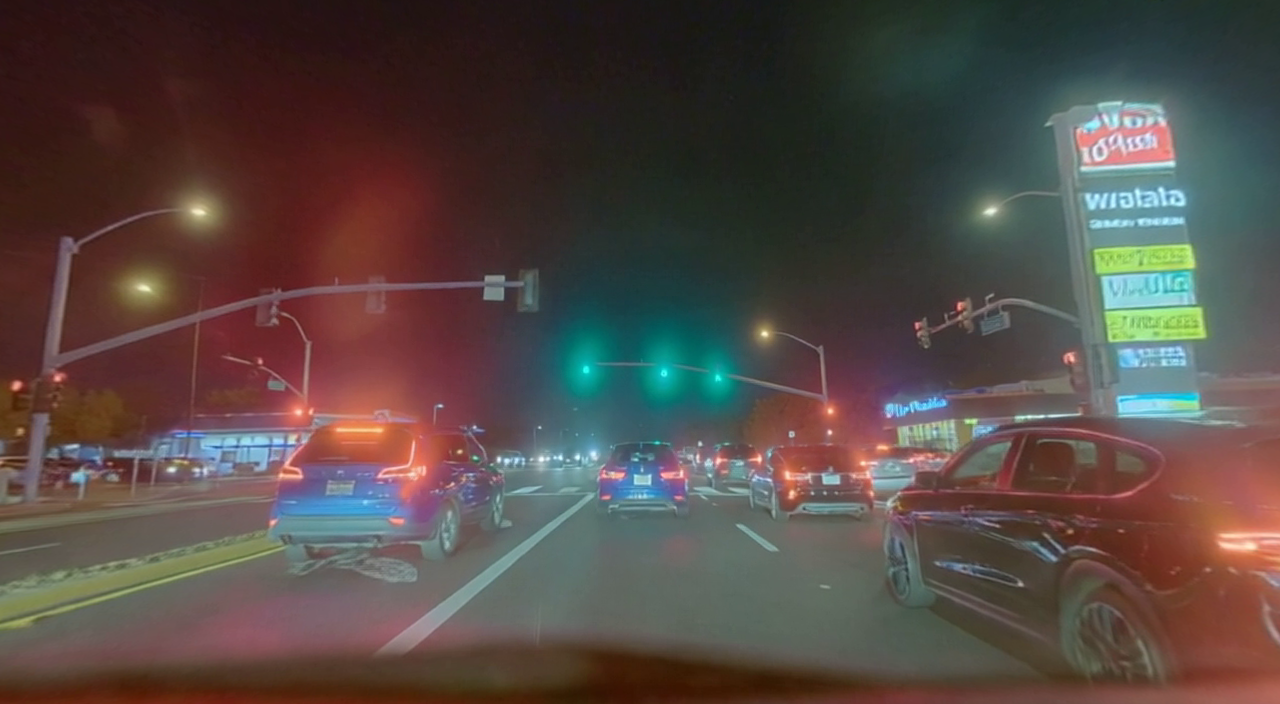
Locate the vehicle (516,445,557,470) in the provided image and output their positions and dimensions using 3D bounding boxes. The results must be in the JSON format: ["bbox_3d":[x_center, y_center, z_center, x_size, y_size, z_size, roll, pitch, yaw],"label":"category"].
[{"bbox_3d":[-7.864,8.060,48.421,2.293,1.777,4.497,0,-9,0],"label":"vehicle"}]

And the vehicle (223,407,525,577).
[{"bbox_3d":[-3.336,1.883,9.318,2.257,1.823,4.777,-1,-9,1],"label":"vehicle"}]

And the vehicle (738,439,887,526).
[{"bbox_3d":[3.356,2.609,13.203,1.865,1.496,4.170,0,-9,-1],"label":"vehicle"}]

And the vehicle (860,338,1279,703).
[{"bbox_3d":[3.127,1.049,3.762,2.075,1.661,4.401,0,-9,1],"label":"vehicle"}]

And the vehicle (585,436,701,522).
[{"bbox_3d":[0.039,2.646,13.656,2.154,1.577,3.723,0,-9,0],"label":"vehicle"}]
